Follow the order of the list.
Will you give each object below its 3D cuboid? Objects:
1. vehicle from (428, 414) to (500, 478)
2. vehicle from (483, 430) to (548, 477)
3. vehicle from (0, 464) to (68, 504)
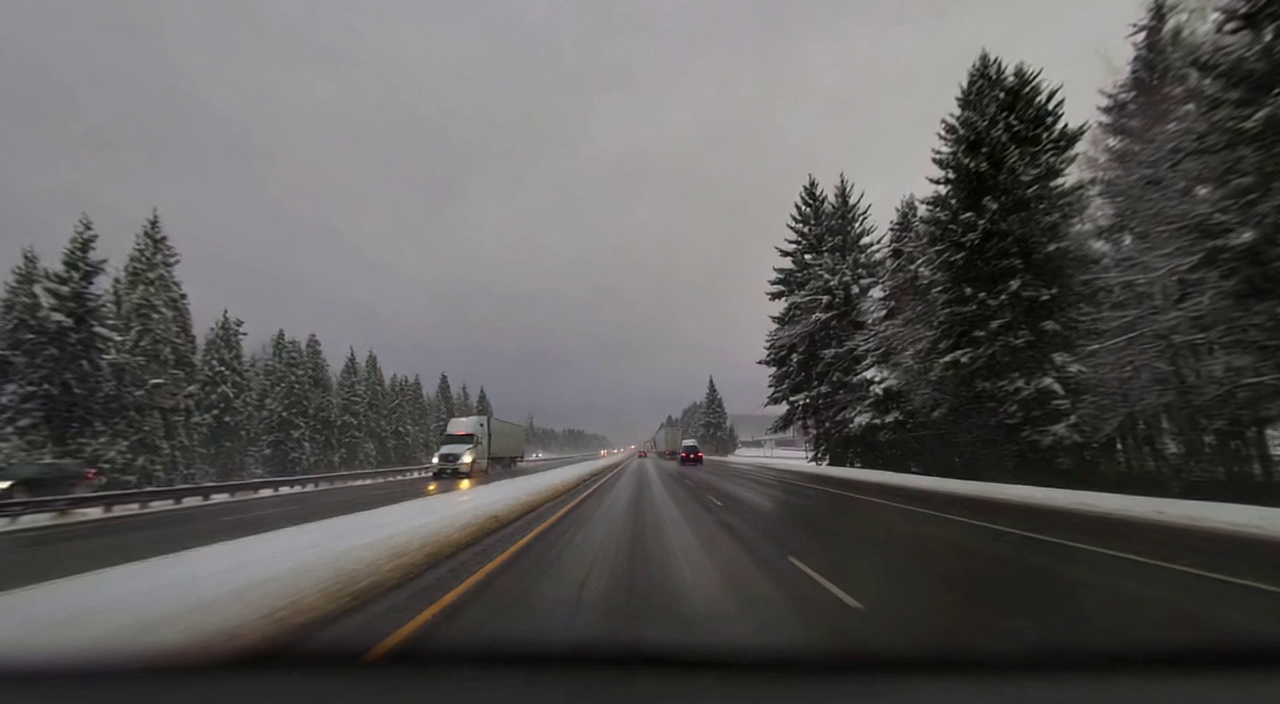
[{"bbox_3d":[-12.203,6.647,44.413,2.947,4.100,6.956,0,-9,0],"label":"vehicle"},{"bbox_3d":[-8.070,6.751,41.915,2.700,2.772,7.443,0,-9,1],"label":"vehicle"},{"bbox_3d":[-27.850,5.752,27.510,1.786,1.593,4.175,0,-9,-1],"label":"vehicle"}]
